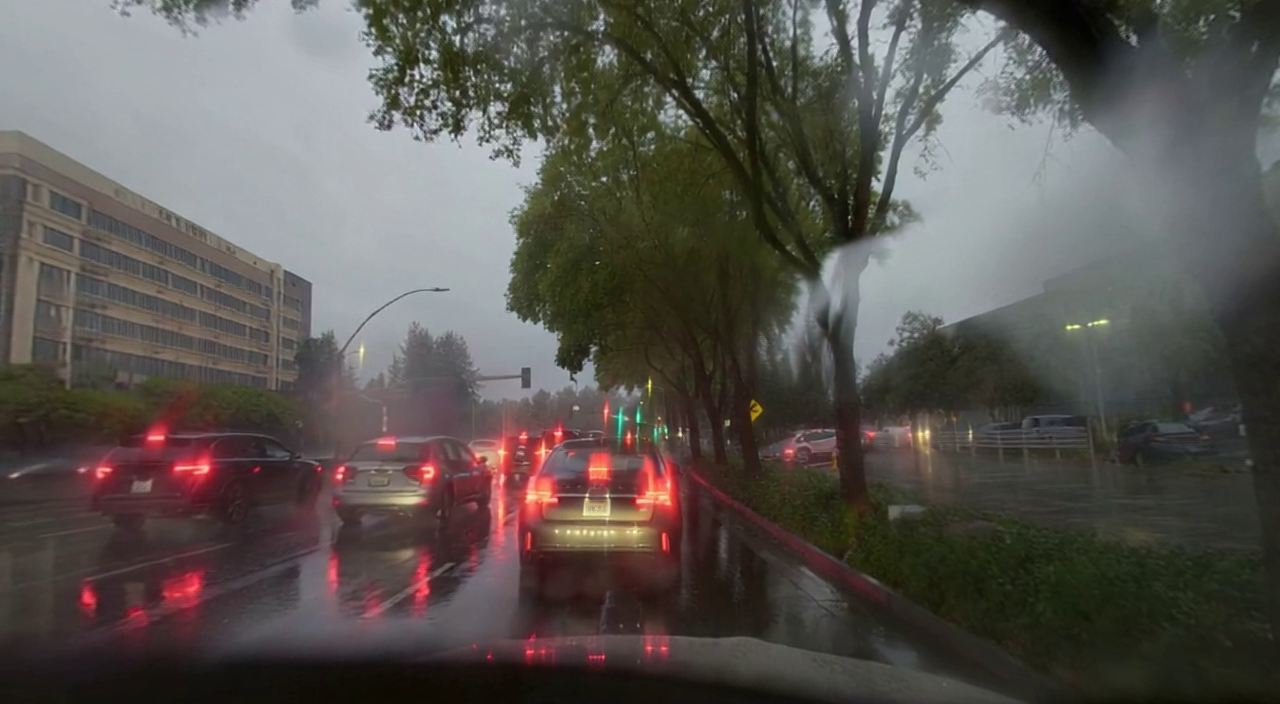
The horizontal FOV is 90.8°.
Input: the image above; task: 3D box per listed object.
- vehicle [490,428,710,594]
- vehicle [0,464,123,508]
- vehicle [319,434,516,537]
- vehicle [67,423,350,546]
[{"bbox_3d":[-0.384,1.803,8.002,2.066,1.544,3.954,0,-9,0],"label":"vehicle"},{"bbox_3d":[-26.148,5.923,28.211,1.983,1.617,5.013,-2,-8,-1],"label":"vehicle"},{"bbox_3d":[-3.793,2.344,11.799,1.913,1.521,4.539,0,-9,1],"label":"vehicle"},{"bbox_3d":[-7.342,2.272,11.472,2.068,1.784,4.224,0,-9,1],"label":"vehicle"}]
